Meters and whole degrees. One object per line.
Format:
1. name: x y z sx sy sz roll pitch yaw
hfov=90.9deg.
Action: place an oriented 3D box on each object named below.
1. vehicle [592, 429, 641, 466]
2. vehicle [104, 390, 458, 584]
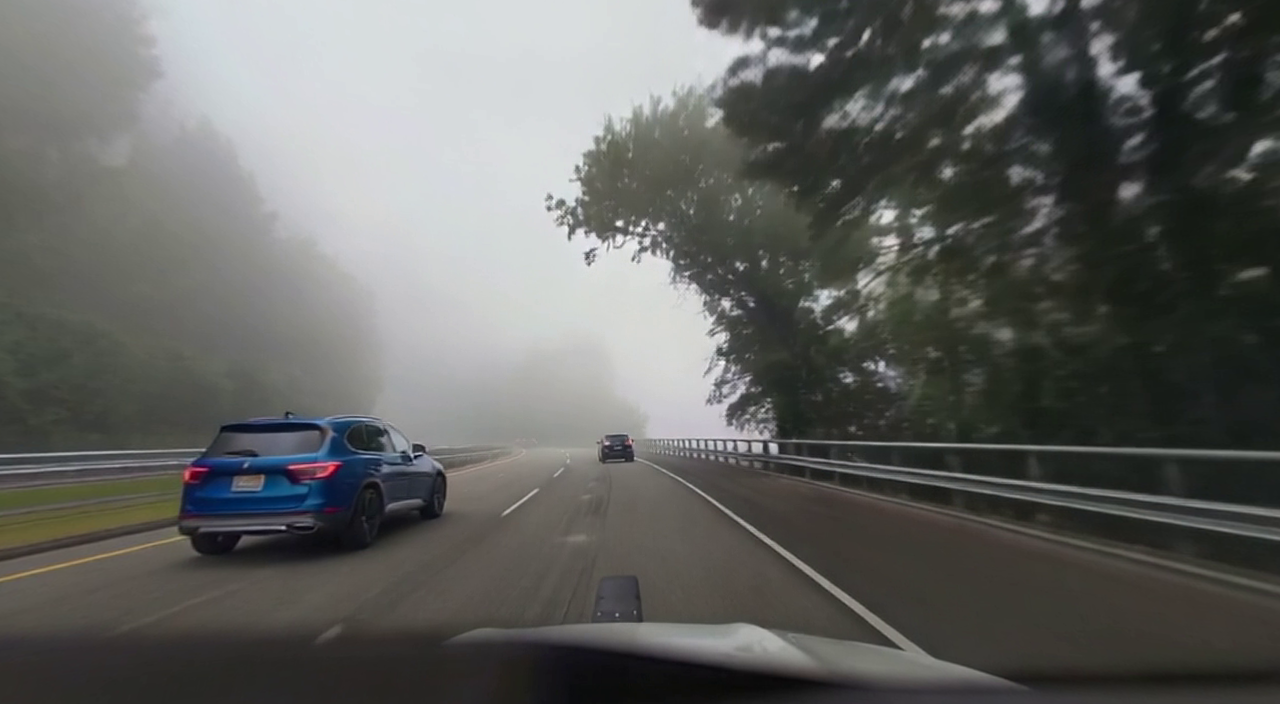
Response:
1. vehicle: -1.347 5.071 33.691 2.452 1.857 4.022 0 -8 -4
2. vehicle: -4.167 1.626 8.543 2.053 1.847 4.760 0 -8 -1
